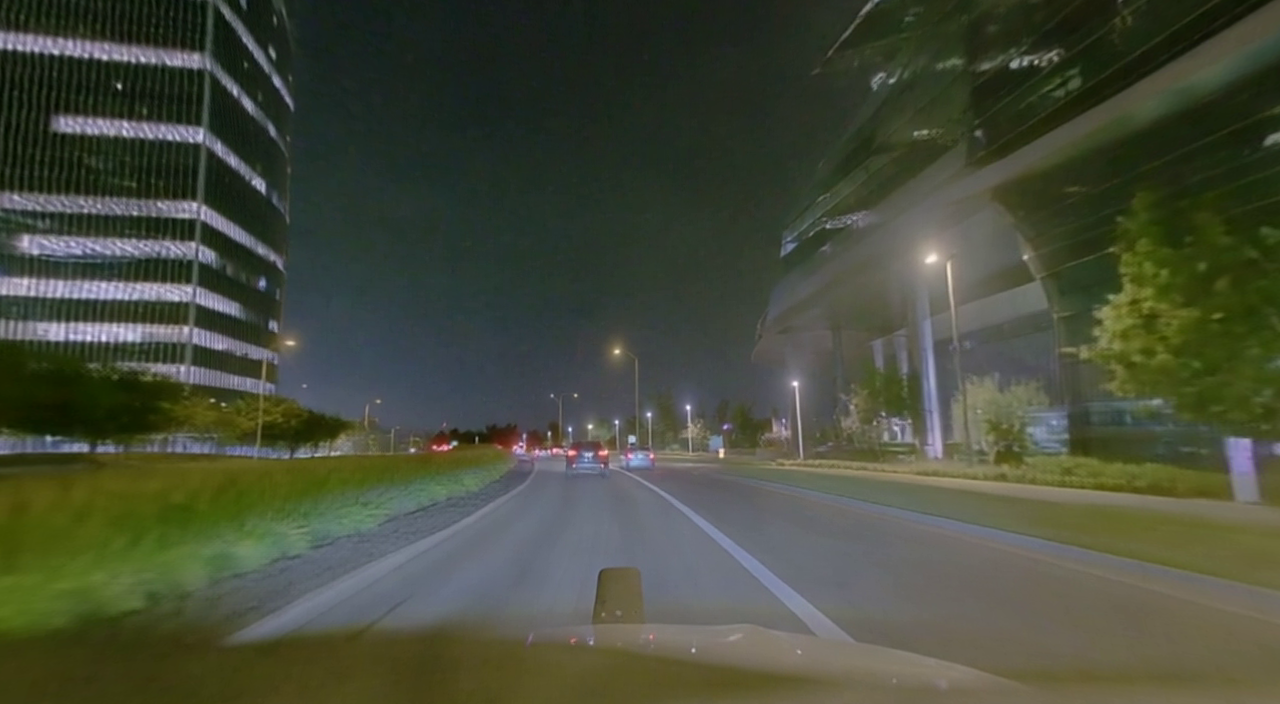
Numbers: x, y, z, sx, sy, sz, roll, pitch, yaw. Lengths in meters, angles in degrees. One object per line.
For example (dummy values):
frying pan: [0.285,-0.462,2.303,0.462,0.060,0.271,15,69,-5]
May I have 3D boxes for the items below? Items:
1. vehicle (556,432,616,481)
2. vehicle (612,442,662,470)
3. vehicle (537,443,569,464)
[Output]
vehicle: [-2.211,4.147,25.276,2.173,1.761,4.374,1,-9,-6]
vehicle: [-0.259,5.933,36.152,2.116,1.506,4.355,2,-9,-10]
vehicle: [-6.803,7.838,48.739,2.029,1.515,4.494,2,-9,-13]
